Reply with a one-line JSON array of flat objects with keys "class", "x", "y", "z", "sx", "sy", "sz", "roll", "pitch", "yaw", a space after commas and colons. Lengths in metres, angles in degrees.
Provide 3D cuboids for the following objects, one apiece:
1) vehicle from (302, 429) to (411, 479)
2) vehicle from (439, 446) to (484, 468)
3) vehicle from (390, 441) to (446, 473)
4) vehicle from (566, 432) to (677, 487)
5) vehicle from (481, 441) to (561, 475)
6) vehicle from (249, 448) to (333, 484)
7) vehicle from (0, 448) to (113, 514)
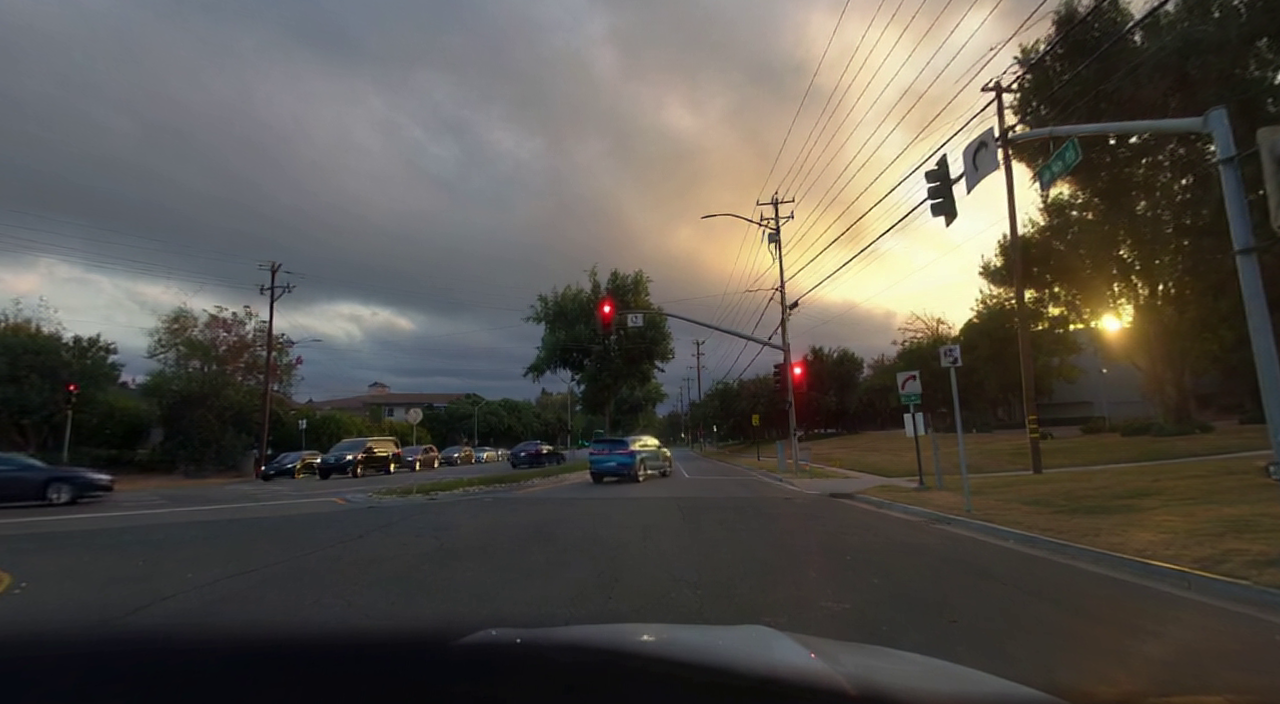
[{"class": "vehicle", "x": -13.119, "y": 4.767, "z": 29.626, "sx": 2.350, "sy": 2.104, "sz": 5.828, "roll": 0, "pitch": -8, "yaw": 1}, {"class": "vehicle", "x": -12.680, "y": 7.485, "z": 44.908, "sx": 1.841, "sy": 1.477, "sz": 4.485, "roll": 0, "pitch": -8, "yaw": 1}, {"class": "vehicle", "x": -13.227, "y": 6.303, "z": 37.633, "sx": 1.772, "sy": 1.647, "sz": 4.221, "roll": -4, "pitch": -9, "yaw": 0}, {"class": "vehicle", "x": -0.494, "y": 3.648, "z": 21.713, "sx": 2.051, "sy": 1.666, "sz": 4.607, "roll": -4, "pitch": -9, "yaw": 23}, {"class": "vehicle", "x": -5.604, "y": 5.062, "z": 30.238, "sx": 1.904, "sy": 1.482, "sz": 4.603, "roll": -3, "pitch": -9, "yaw": 15}, {"class": "vehicle", "x": -17.099, "y": 5.588, "z": 31.020, "sx": 1.942, "sy": 1.477, "sz": 3.957, "roll": -4, "pitch": -9, "yaw": 0}, {"class": "vehicle", "x": -15.435, "y": 2.976, "z": 14.549, "sx": 4.531, "sy": 1.446, "sz": 1.846, "roll": 4, "pitch": -10, "yaw": -28}]
